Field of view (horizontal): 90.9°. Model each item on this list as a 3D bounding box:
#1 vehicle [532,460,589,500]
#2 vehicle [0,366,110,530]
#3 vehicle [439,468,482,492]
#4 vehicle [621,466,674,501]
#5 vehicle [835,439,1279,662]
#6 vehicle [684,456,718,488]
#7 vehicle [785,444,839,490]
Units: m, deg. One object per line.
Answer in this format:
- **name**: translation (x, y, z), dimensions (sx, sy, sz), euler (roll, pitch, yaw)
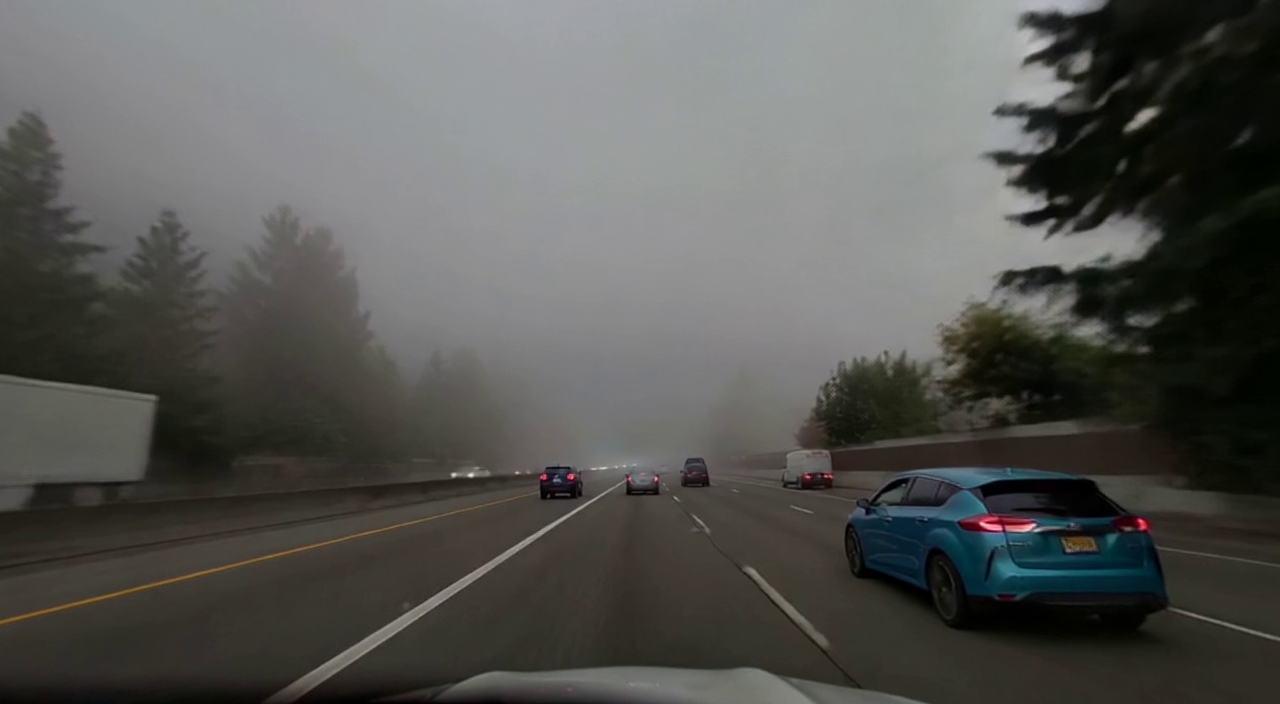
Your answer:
- **vehicle**: translation (-3.654, 5.981, 29.624), dimensions (2.021, 1.706, 4.247), euler (0, -10, 1)
- **vehicle**: translation (-16.150, 1.816, 12.324), dimensions (2.875, 3.702, 9.671), euler (0, -10, 1)
- **vehicle**: translation (-13.268, 9.497, 46.868), dimensions (1.921, 1.633, 4.323), euler (0, -10, 0)
- **vehicle**: translation (0.356, 5.944, 28.692), dimensions (2.241, 1.425, 3.973), euler (0, -10, 0)
- **vehicle**: translation (3.606, 1.766, 6.477), dimensions (1.938, 1.561, 3.786), euler (1, -10, -1)
- **vehicle**: translation (4.388, 8.670, 45.696), dimensions (2.030, 2.172, 3.621), euler (1, -10, -1)
- **vehicle**: translation (11.697, 7.865, 43.212), dimensions (2.343, 2.919, 4.417), euler (1, -10, -1)
